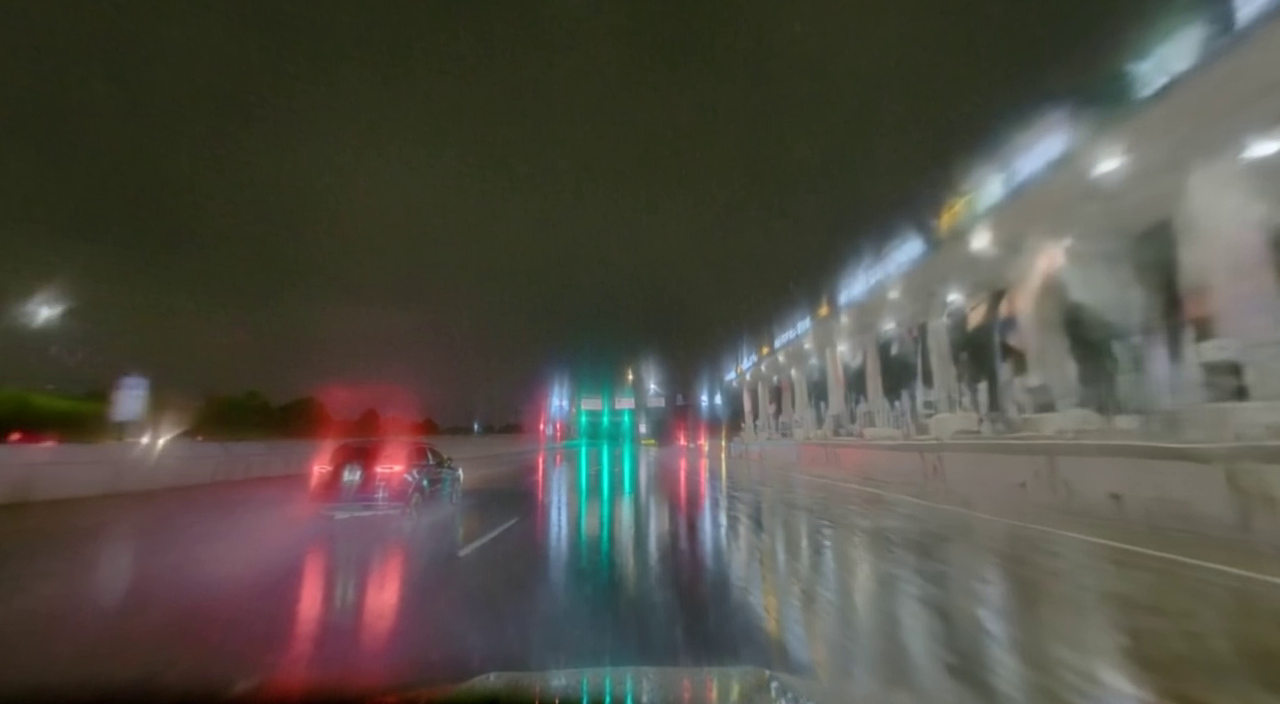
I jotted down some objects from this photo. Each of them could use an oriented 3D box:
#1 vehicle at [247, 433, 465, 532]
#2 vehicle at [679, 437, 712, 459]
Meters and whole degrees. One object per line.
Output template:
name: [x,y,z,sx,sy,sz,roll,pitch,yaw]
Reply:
vehicle: [-4.860,2.270,11.676,1.981,1.465,4.334,0,-8,0]
vehicle: [4.244,7.488,49.236,2.072,1.639,4.919,0,-8,-1]
